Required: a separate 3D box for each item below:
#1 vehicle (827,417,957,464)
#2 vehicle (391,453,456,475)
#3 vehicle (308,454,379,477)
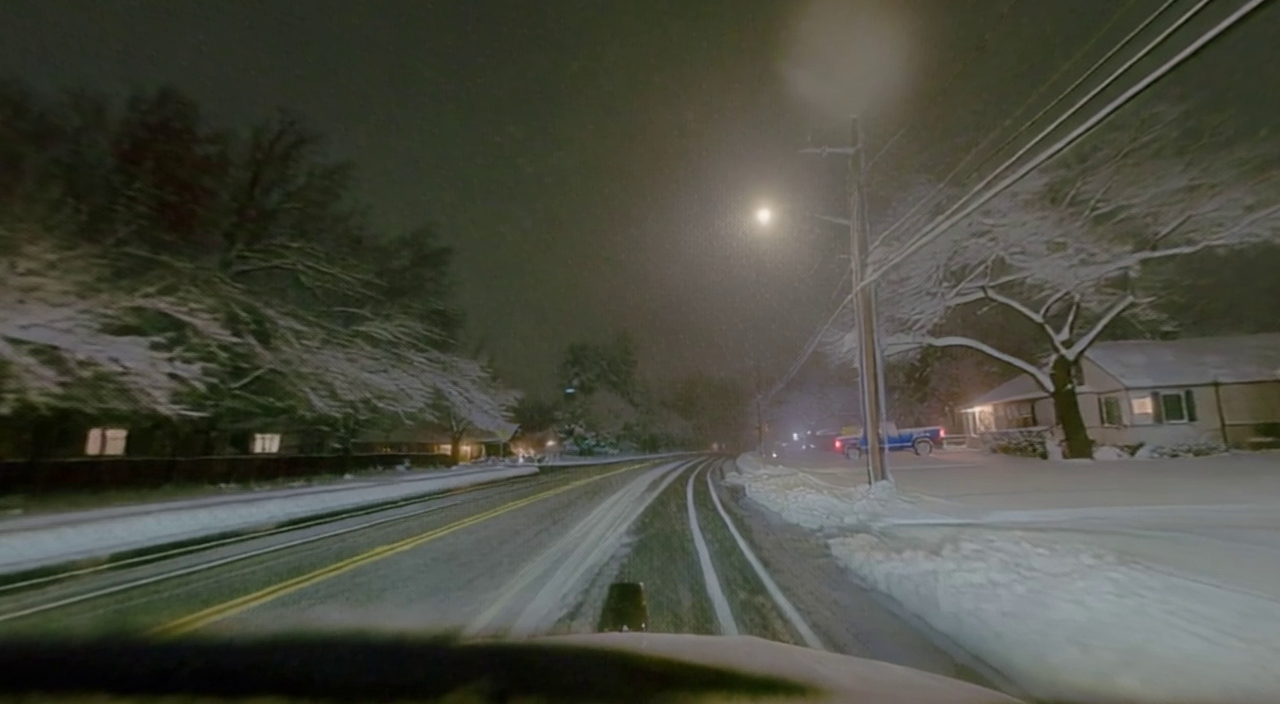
[{"bbox_3d":[12.731,4.576,32.305,5.704,1.788,2.095,-7,-11,11],"label":"vehicle"},{"bbox_3d":[-16.748,8.675,48.824,4.270,1.481,1.972,-4,-9,12],"label":"vehicle"},{"bbox_3d":[-23.482,8.967,49.991,4.751,1.489,2.052,-5,-9,9],"label":"vehicle"}]
